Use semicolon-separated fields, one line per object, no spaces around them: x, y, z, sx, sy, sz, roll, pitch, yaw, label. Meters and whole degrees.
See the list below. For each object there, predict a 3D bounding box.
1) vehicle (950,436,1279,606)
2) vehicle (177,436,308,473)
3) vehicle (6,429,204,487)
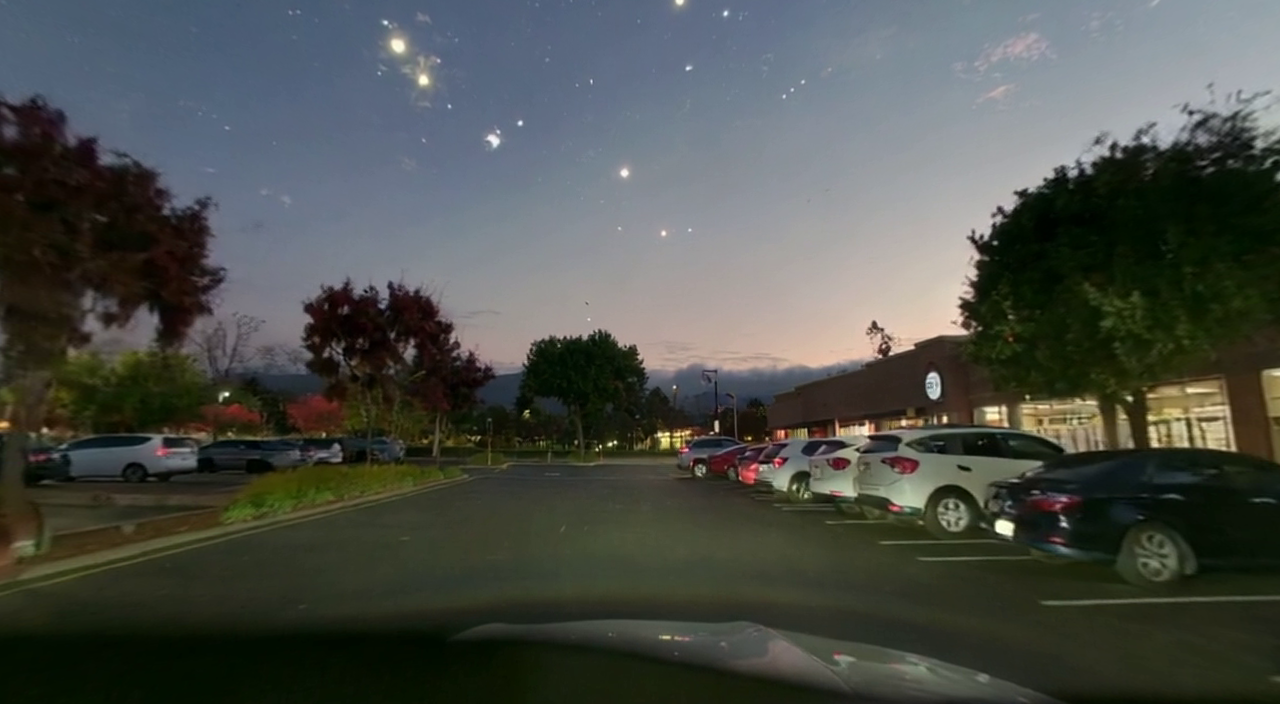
5.968;1.653;6.752;4.298;1.476;1.921;1;-8;-5;vehicle
-17.548;4.496;27.977;4.651;1.494;1.914;6;-10;-37;vehicle
-15.726;3.099;18.802;4.197;1.526;1.977;7;-11;-40;vehicle
